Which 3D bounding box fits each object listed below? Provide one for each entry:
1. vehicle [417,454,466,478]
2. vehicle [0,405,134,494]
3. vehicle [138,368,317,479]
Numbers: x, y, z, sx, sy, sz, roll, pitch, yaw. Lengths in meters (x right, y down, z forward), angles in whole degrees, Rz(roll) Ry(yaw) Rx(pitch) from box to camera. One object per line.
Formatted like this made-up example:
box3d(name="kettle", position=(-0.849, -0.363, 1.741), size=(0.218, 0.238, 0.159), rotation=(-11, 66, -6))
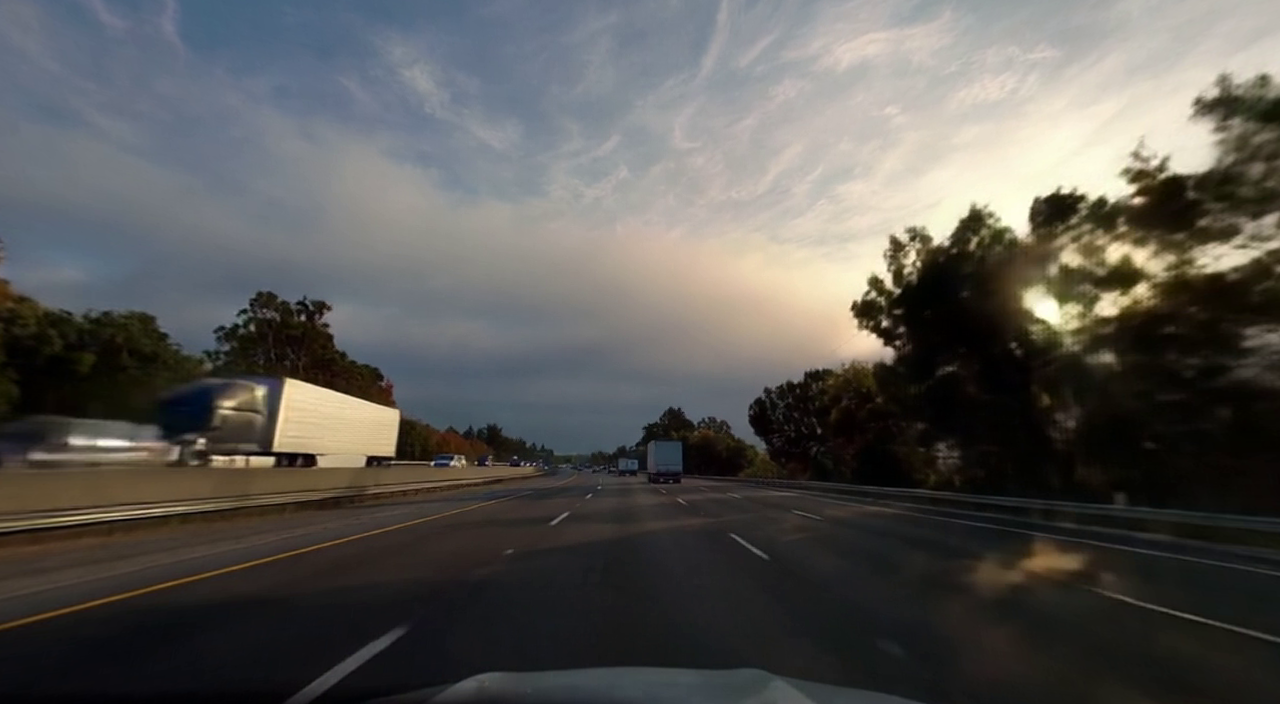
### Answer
box3d(name="vehicle", position=(-12.469, 7.209, 39.796), size=(1.850, 1.440, 3.928), rotation=(1, -11, -1))
box3d(name="vehicle", position=(-11.728, 1.739, 11.188), size=(1.949, 1.465, 4.211), rotation=(1, -11, 0))
box3d(name="vehicle", position=(-16.071, 3.045, 25.236), size=(2.940, 3.855, 5.835), rotation=(1, -11, -1))
